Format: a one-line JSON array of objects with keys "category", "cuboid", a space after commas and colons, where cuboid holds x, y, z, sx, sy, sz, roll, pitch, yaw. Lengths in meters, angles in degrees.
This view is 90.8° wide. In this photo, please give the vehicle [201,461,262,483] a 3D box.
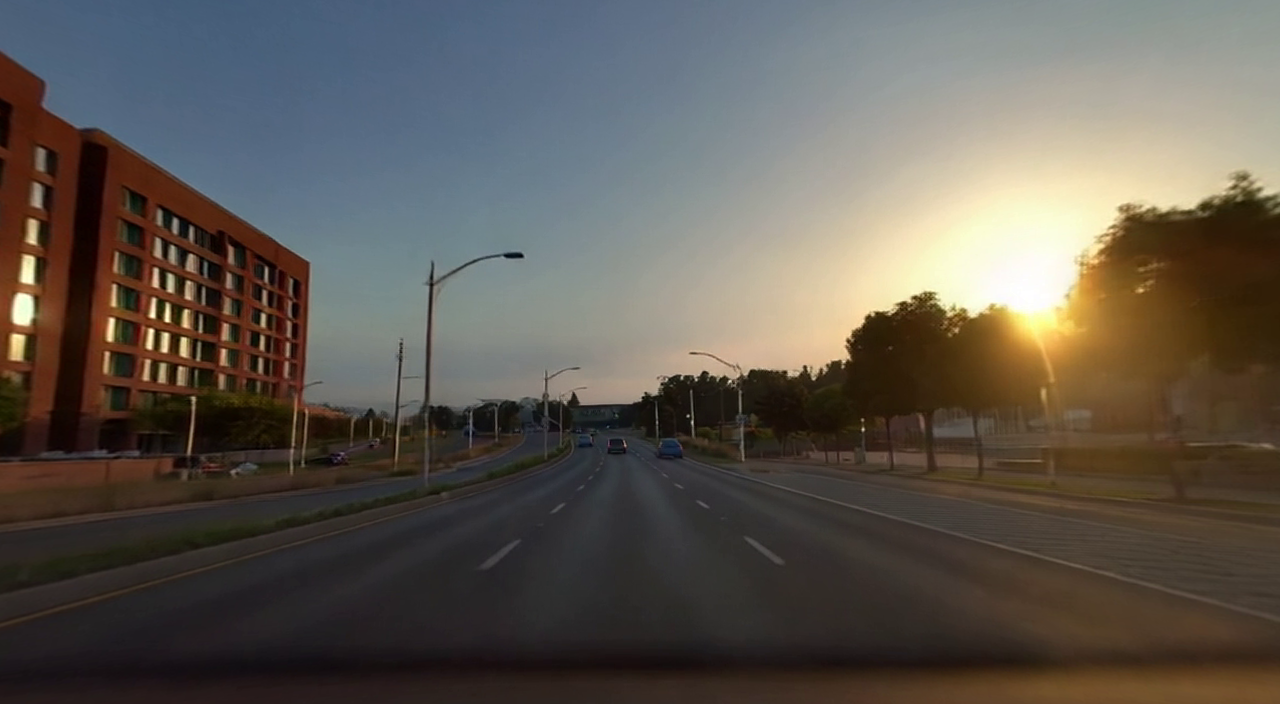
[{"category": "vehicle", "cuboid": [-30.265, 8.897, 46.956, 1.732, 1.427, 4.059, 0, -8, 1]}]

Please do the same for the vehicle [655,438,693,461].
[{"category": "vehicle", "cuboid": [2.284, 6.721, 43.667, 2.090, 1.506, 4.382, 0, -8, -3]}]

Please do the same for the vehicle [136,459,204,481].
[{"category": "vehicle", "cuboid": [-35.515, 8.880, 47.843, 3.762, 1.498, 1.983, 4, -10, -28]}]
